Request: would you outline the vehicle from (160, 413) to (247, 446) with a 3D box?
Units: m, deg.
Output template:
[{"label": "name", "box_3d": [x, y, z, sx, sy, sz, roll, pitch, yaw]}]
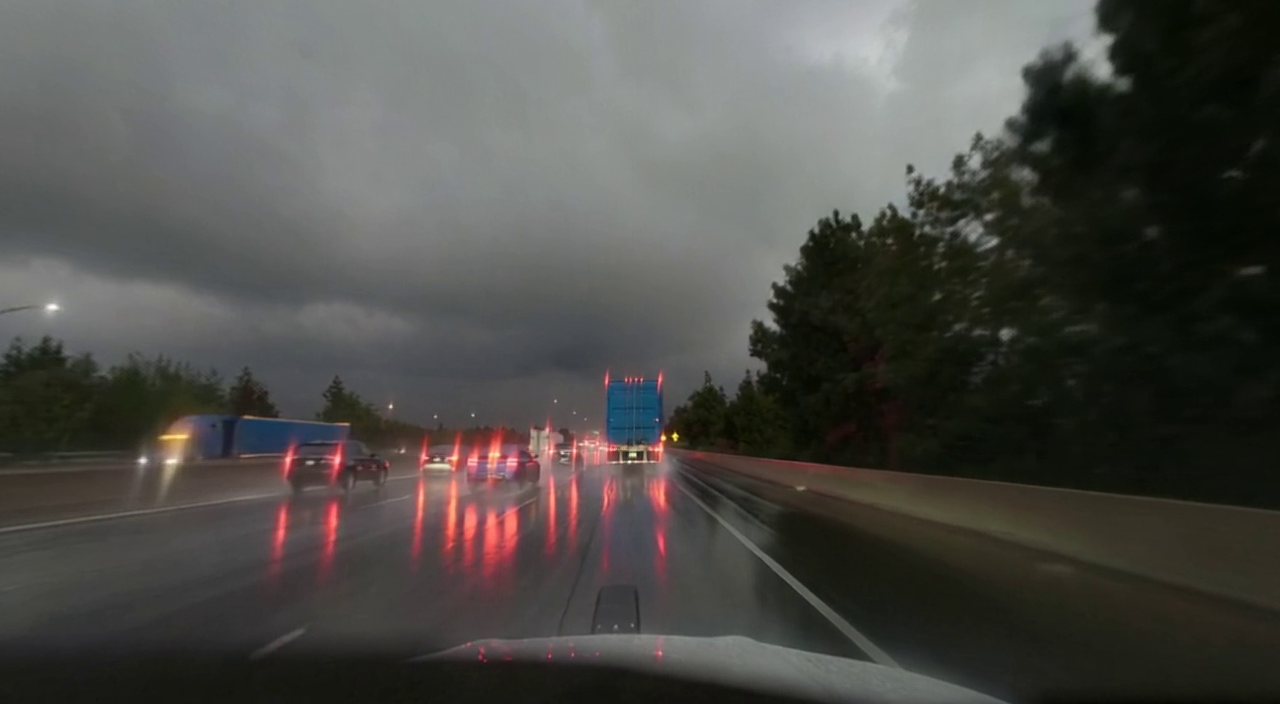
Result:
[{"label": "vehicle", "box_3d": [-25.544, 4.510, 37.027, 1.864, 1.509, 4.454, -10, -6, -1]}]

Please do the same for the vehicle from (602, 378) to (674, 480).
[{"label": "vehicle", "box_3d": [-0.338, 3.887, 31.001, 2.913, 4.113, 10.724, 0, -8, -3]}]

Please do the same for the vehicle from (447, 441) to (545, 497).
[{"label": "vehicle", "box_3d": [-4.458, 3.659, 20.183, 2.164, 1.582, 3.979, 0, -8, 0]}]

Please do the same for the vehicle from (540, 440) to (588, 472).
[{"label": "vehicle", "box_3d": [-4.171, 5.768, 35.152, 2.158, 1.680, 4.087, 0, -8, 1]}]

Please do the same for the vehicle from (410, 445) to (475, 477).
[{"label": "vehicle", "box_3d": [-9.898, 5.461, 31.887, 1.863, 1.474, 4.278, 0, -8, 0]}]

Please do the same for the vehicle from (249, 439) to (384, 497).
[{"label": "vehicle", "box_3d": [-9.864, 3.533, 19.613, 1.952, 1.590, 4.090, -1, -8, 1]}]

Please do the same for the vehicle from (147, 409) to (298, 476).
[{"label": "vehicle", "box_3d": [-25.592, 5.676, 39.508, 2.852, 3.598, 9.886, 0, -8, -1]}]
